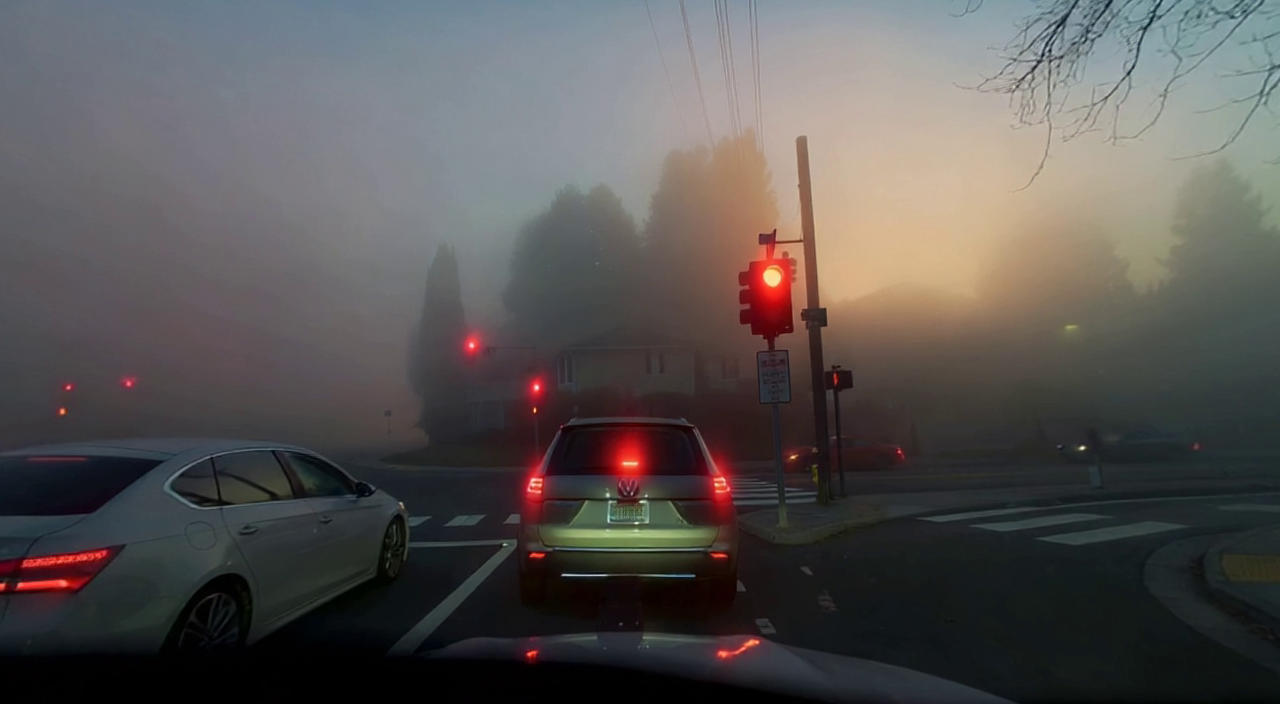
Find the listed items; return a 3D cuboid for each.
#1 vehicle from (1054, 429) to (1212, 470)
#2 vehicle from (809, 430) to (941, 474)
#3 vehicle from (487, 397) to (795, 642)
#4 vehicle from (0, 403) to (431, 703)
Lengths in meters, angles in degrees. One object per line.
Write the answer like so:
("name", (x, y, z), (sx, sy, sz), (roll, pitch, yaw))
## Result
("vehicle", (20.130, 4.000, 25.985), (4.670, 1.616, 1.926), (-1, -9, 6))
("vehicle", (9.945, 4.281, 27.086), (4.887, 1.769, 2.035), (-1, -9, 6))
("vehicle", (-0.134, 1.468, 6.555), (2.154, 1.670, 4.140), (1, -9, -4))
("vehicle", (-3.283, 1.277, 4.714), (2.035, 1.492, 4.415), (0, -9, -2))
